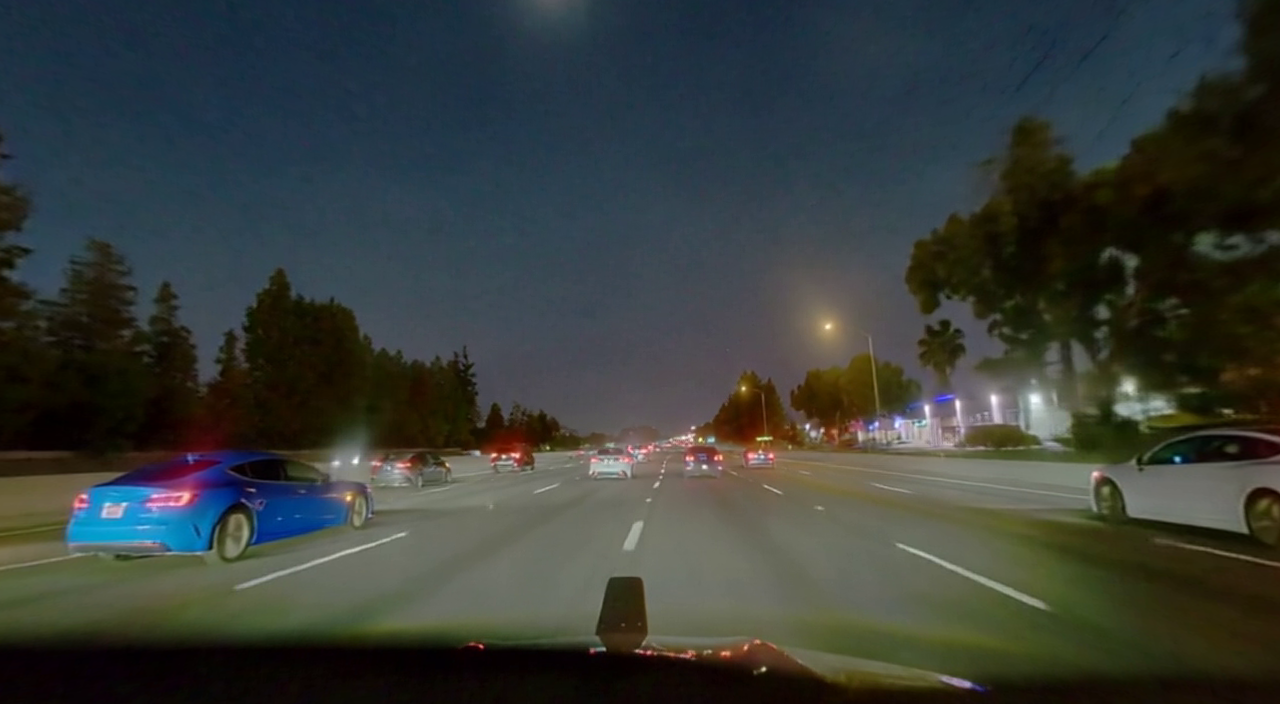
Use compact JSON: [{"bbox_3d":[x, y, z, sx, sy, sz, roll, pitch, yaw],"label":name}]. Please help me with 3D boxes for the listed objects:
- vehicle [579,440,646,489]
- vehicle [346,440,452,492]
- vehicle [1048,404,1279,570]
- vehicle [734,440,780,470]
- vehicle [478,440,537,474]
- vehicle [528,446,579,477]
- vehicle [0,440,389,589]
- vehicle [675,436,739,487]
[{"bbox_3d":[-0.915,4.113,23.520,2.102,1.624,4.257,-1,-8,3],"label":"vehicle"},{"bbox_3d":[-8.725,4.137,23.309,1.947,1.683,4.331,-1,-8,4],"label":"vehicle"},{"bbox_3d":[7.721,1.595,7.853,1.960,1.726,5.016,-1,-8,1],"label":"vehicle"},{"bbox_3d":[7.393,6.525,40.246,2.071,1.754,4.484,-1,-8,1],"label":"vehicle"},{"bbox_3d":[-7.903,6.285,38.081,2.187,1.851,5.085,-1,-8,3],"label":"vehicle"},{"bbox_3d":[-4.436,5.683,33.011,1.886,1.455,4.148,-1,-8,3],"label":"vehicle"},{"bbox_3d":[-5.620,1.986,8.756,2.116,1.473,4.644,-1,-8,3],"label":"vehicle"},{"bbox_3d":[2.428,4.105,23.969,2.114,1.715,4.136,-1,-8,2],"label":"vehicle"}]
